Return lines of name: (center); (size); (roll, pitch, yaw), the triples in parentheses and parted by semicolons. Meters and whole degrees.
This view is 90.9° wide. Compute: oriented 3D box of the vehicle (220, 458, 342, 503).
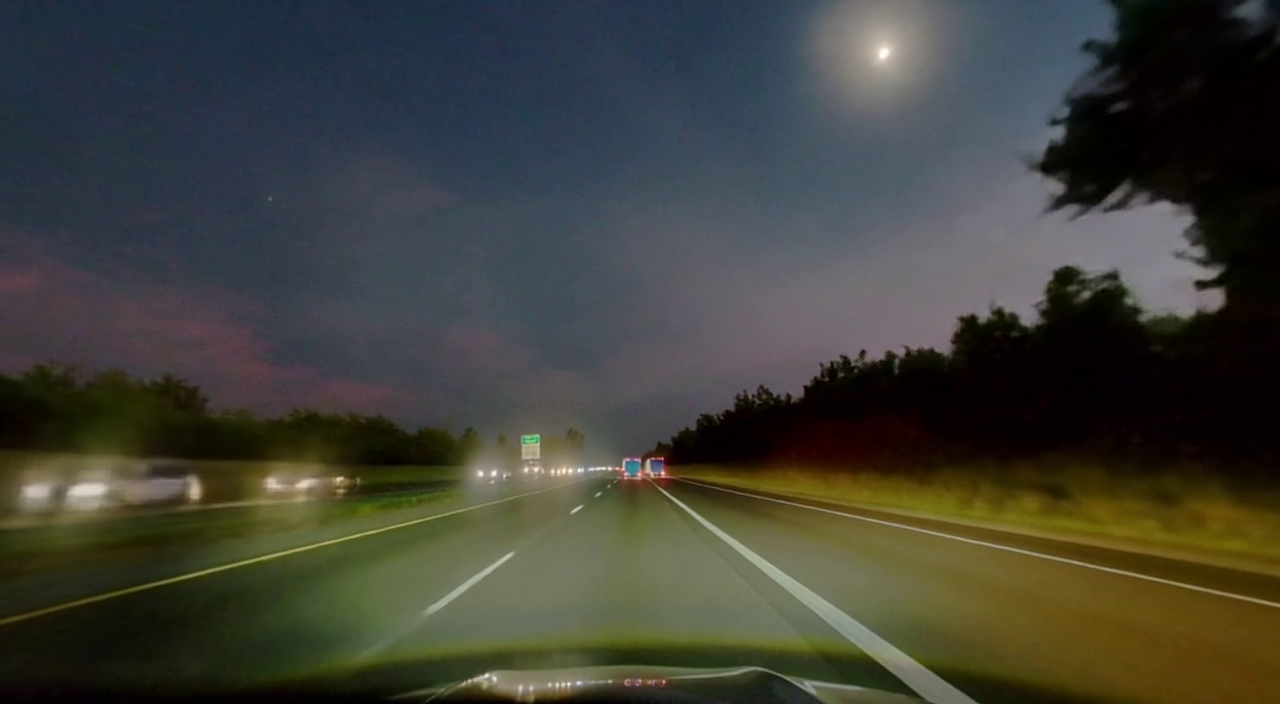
vehicle: (-13.175, 4.760, 23.529); (1.903, 1.448, 4.489); (1, -10, 0)

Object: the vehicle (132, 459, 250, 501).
vehicle: (-17.193, 4.912, 24.370); (1.749, 1.469, 3.779); (1, -10, 0)
